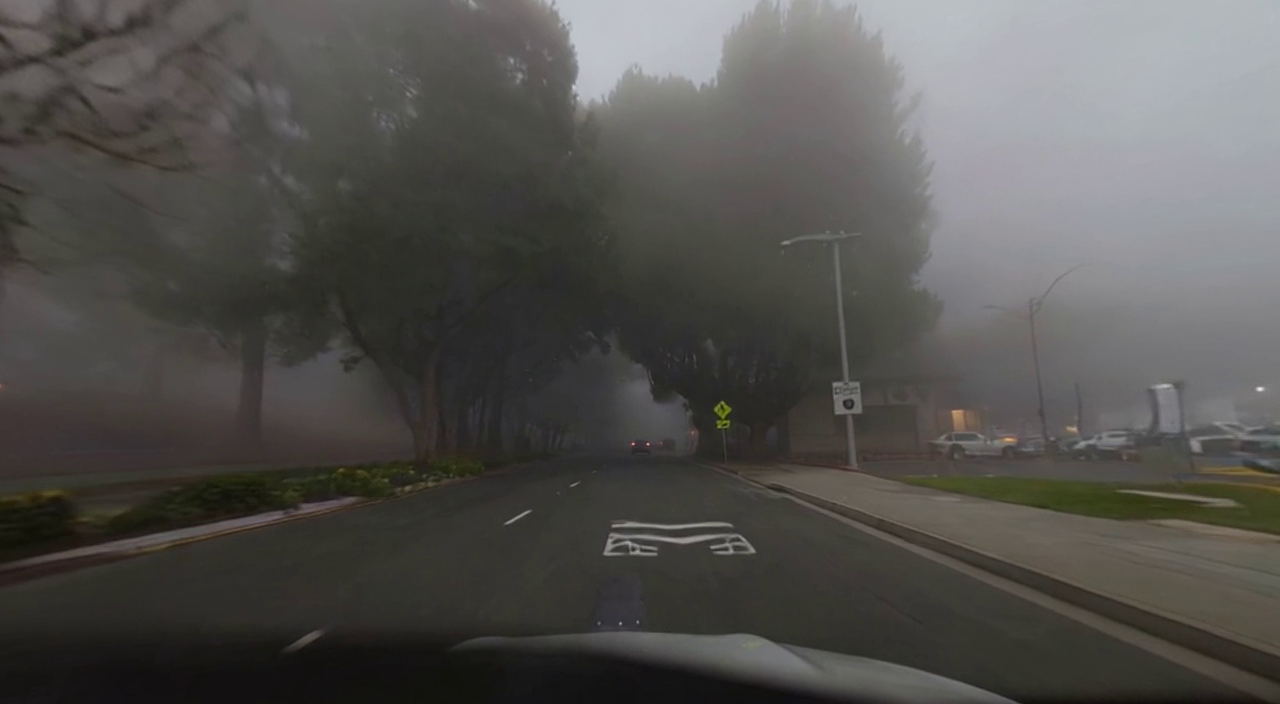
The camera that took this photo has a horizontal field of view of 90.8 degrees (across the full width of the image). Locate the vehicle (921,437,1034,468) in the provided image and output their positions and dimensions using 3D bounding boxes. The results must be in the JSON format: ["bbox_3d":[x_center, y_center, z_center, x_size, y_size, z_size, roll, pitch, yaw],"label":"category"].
[{"bbox_3d":[17.125,5.086,32.268,4.563,1.457,2.139,-1,-7,6],"label":"vehicle"}]
